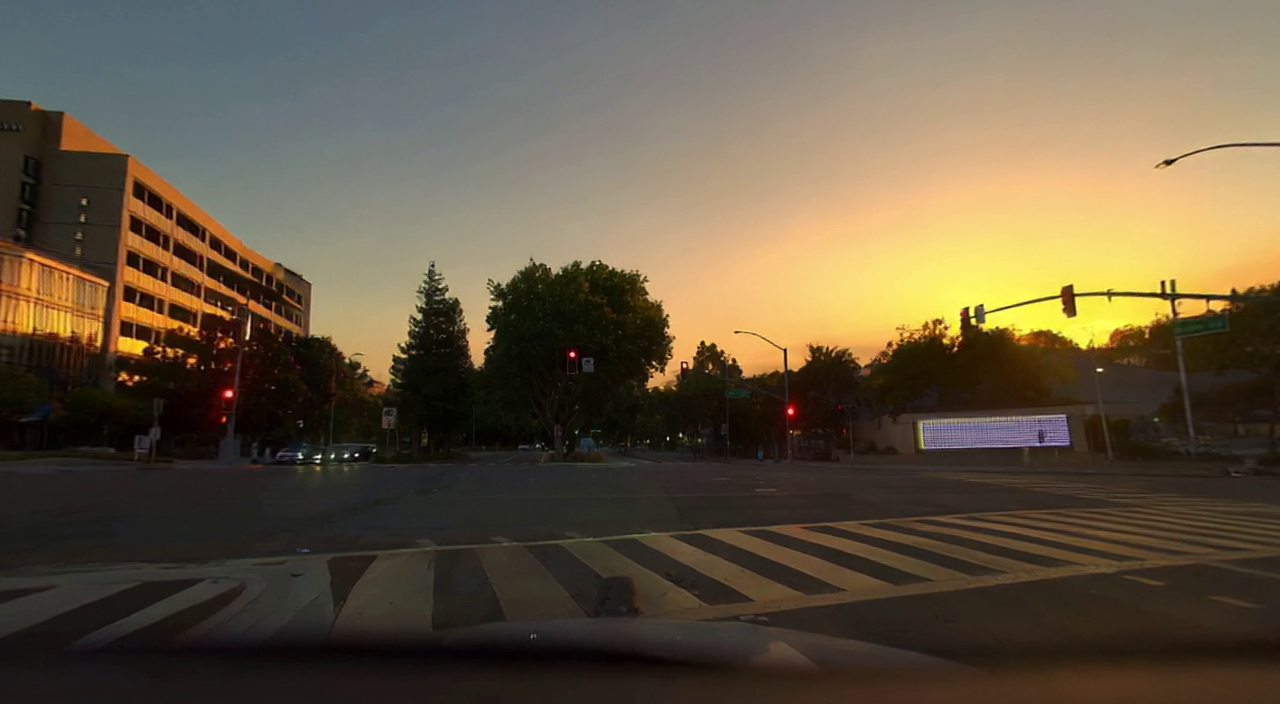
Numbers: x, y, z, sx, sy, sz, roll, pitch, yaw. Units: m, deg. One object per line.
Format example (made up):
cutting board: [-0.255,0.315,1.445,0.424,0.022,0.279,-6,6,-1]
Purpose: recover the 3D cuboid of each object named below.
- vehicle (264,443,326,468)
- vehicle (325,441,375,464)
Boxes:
vehicle: [-21.837,6.559,40.149,2.005,1.496,4.020,1,-9,-6]
vehicle: [-22.457,7.787,49.049,2.023,1.706,4.756,1,-9,-6]
